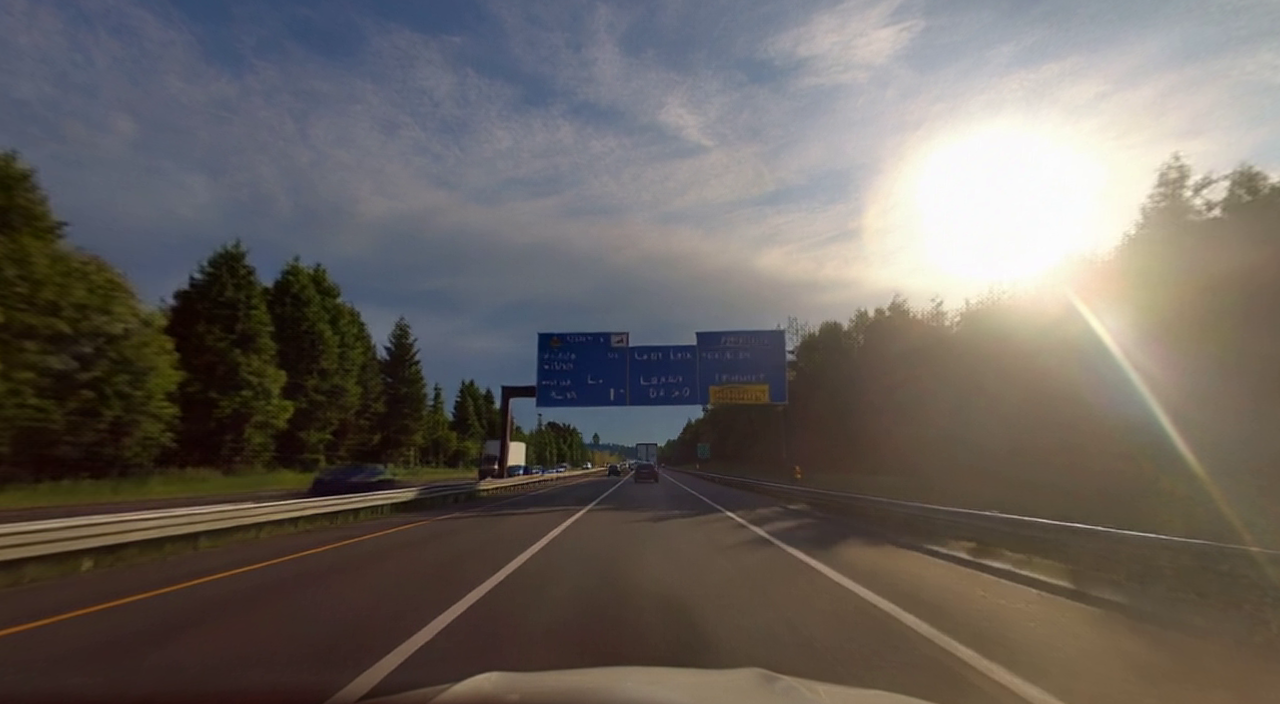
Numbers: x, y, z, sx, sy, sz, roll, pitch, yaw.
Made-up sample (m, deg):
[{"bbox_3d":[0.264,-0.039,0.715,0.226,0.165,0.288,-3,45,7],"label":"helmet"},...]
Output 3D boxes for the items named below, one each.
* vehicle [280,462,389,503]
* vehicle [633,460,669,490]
[{"bbox_3d":[-12.292,5.291,25.809,1.883,1.486,4.813,0,-10,2],"label":"vehicle"},{"bbox_3d":[0.629,7.325,37.653,2.048,1.663,4.377,1,-10,0],"label":"vehicle"}]
